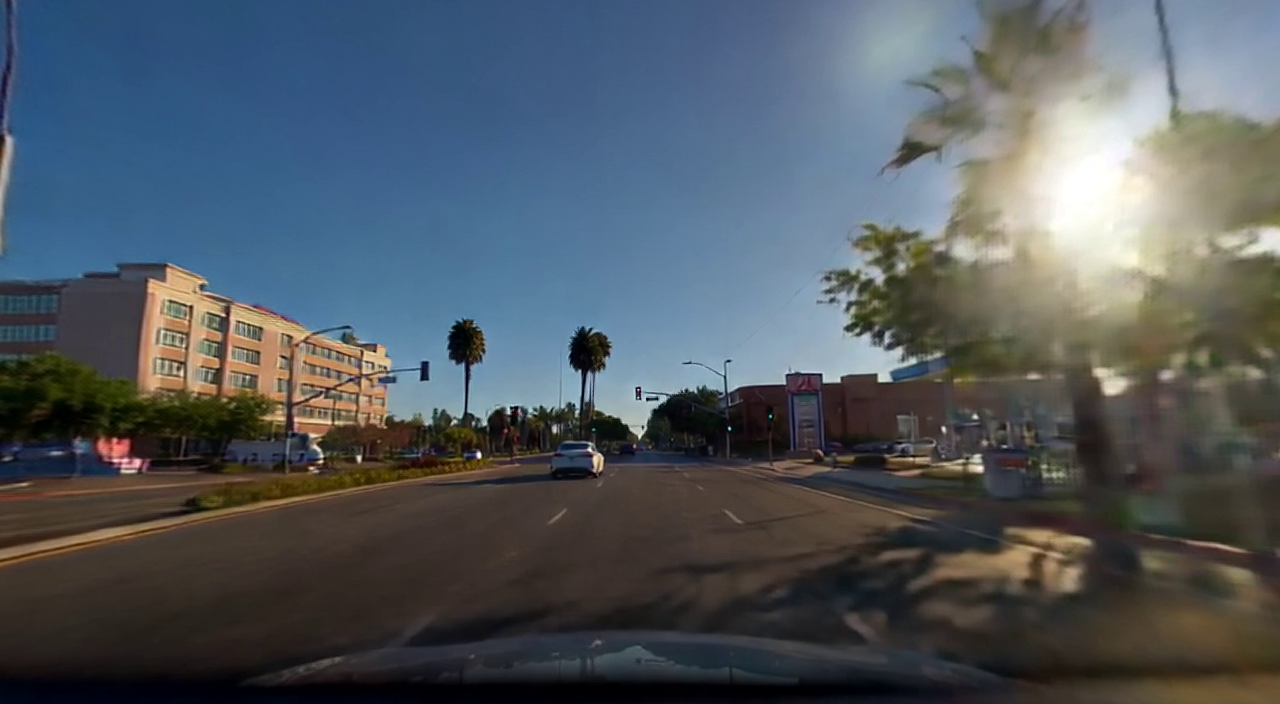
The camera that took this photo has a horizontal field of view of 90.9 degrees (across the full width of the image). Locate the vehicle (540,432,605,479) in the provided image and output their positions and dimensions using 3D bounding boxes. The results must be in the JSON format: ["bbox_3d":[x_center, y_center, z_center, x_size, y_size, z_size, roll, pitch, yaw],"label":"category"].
[{"bbox_3d":[-2.642,4.203,25.791,2.011,1.756,4.478,0,-9,2],"label":"vehicle"}]
